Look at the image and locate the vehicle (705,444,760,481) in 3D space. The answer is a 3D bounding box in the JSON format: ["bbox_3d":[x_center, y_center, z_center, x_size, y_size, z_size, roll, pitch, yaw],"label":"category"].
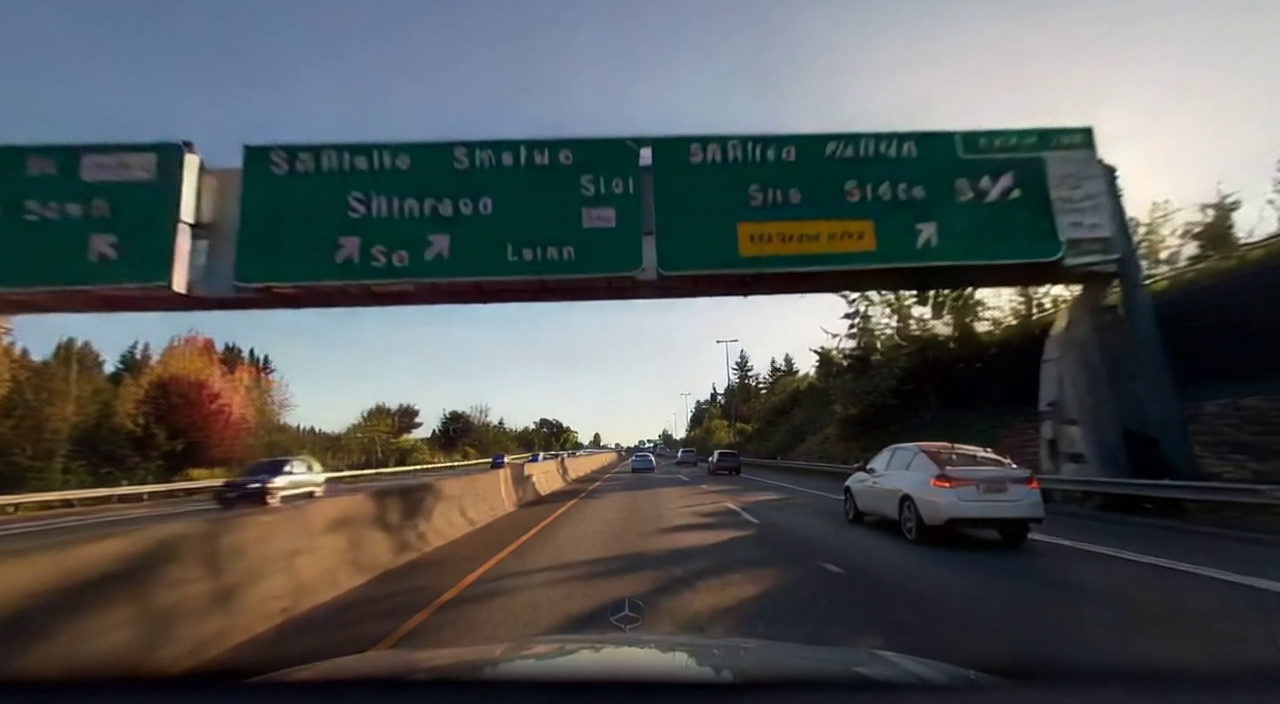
[{"bbox_3d":[4.330,5.230,30.023,1.935,1.594,3.981,0,-9,-1],"label":"vehicle"}]

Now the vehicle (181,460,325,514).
[{"bbox_3d":[-12.313,4.293,20.472,1.830,1.463,4.503,0,-9,0],"label":"vehicle"}]

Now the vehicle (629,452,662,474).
[{"bbox_3d":[0.356,7.142,40.772,2.012,1.320,3.777,0,-9,1],"label":"vehicle"}]

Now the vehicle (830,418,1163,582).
[{"bbox_3d":[4.290,1.846,8.676,1.969,1.639,4.472,0,-9,0],"label":"vehicle"}]
